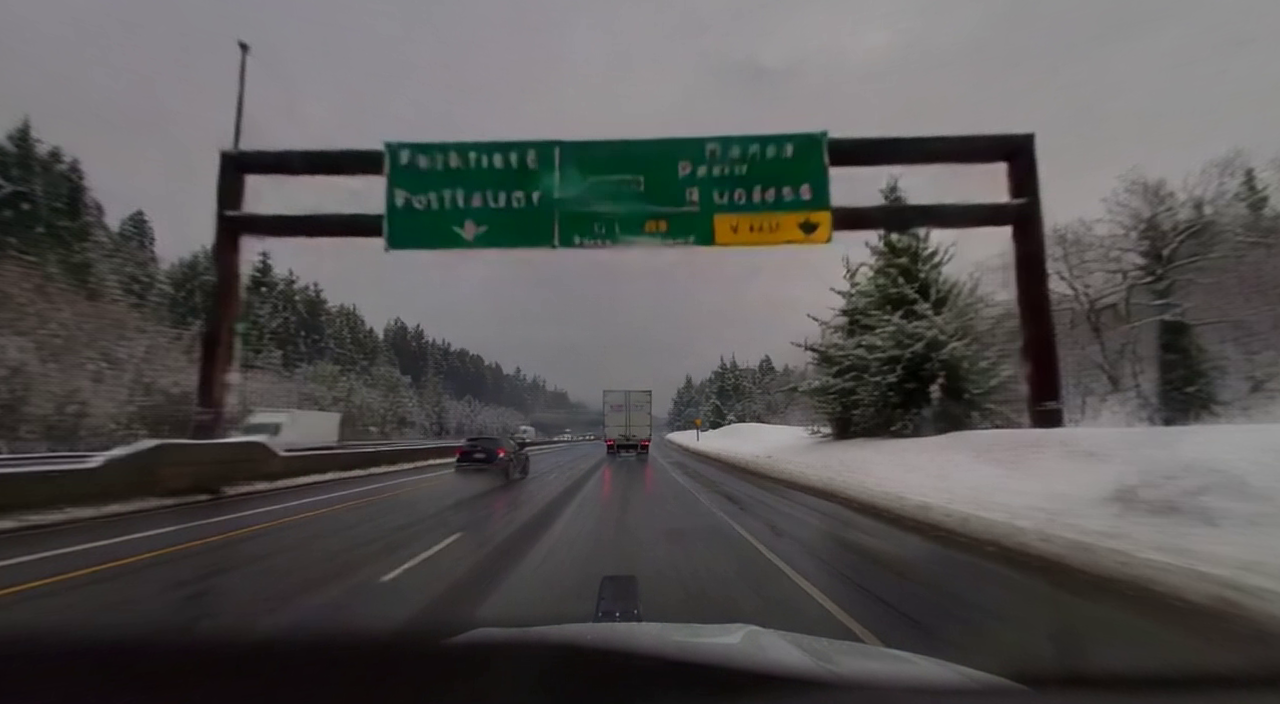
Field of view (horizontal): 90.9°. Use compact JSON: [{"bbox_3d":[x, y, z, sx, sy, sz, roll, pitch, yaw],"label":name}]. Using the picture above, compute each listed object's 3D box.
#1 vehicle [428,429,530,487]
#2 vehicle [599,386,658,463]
[{"bbox_3d":[-4.518,3.022,18.330,1.931,1.479,4.083,0,-8,-1],"label":"vehicle"},{"bbox_3d":[-0.699,4.118,35.226,2.855,3.741,8.587,0,-8,-2],"label":"vehicle"}]
